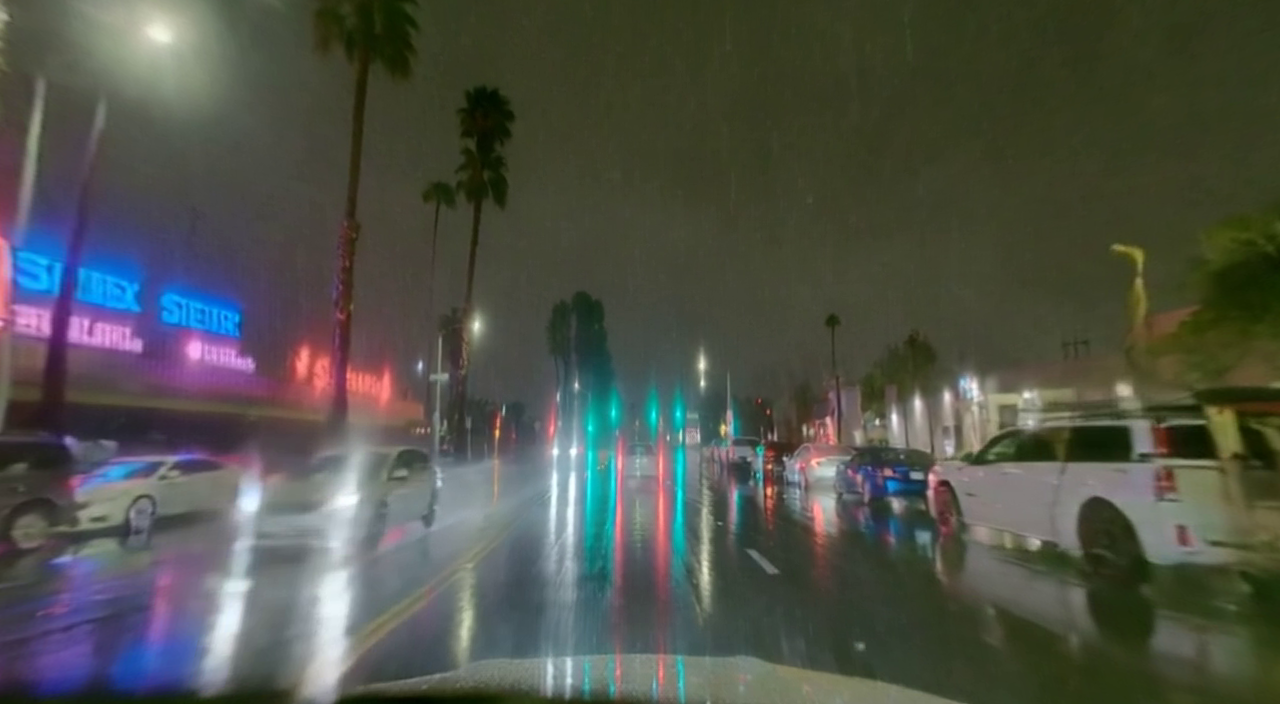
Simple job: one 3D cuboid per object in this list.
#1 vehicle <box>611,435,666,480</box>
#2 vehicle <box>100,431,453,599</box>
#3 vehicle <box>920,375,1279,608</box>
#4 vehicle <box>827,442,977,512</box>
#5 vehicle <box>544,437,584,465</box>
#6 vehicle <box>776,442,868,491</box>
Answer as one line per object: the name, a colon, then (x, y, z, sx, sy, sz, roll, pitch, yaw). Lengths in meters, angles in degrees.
vehicle: (-0.079, 4.346, 26.269, 2.063, 1.664, 4.471, 0, -8, -1)
vehicle: (-3.877, 1.767, 7.833, 1.916, 1.453, 4.315, 0, -8, -2)
vehicle: (6.325, 1.668, 8.641, 2.257, 2.074, 5.857, 0, -8, 0)
vehicle: (6.317, 3.029, 15.887, 1.810, 1.472, 4.422, 0, -8, -1)
vehicle: (-5.160, 6.832, 43.600, 2.188, 1.797, 4.358, 0, -8, 1)
vehicle: (6.192, 3.919, 22.027, 1.885, 1.506, 4.302, 0, -8, 0)
